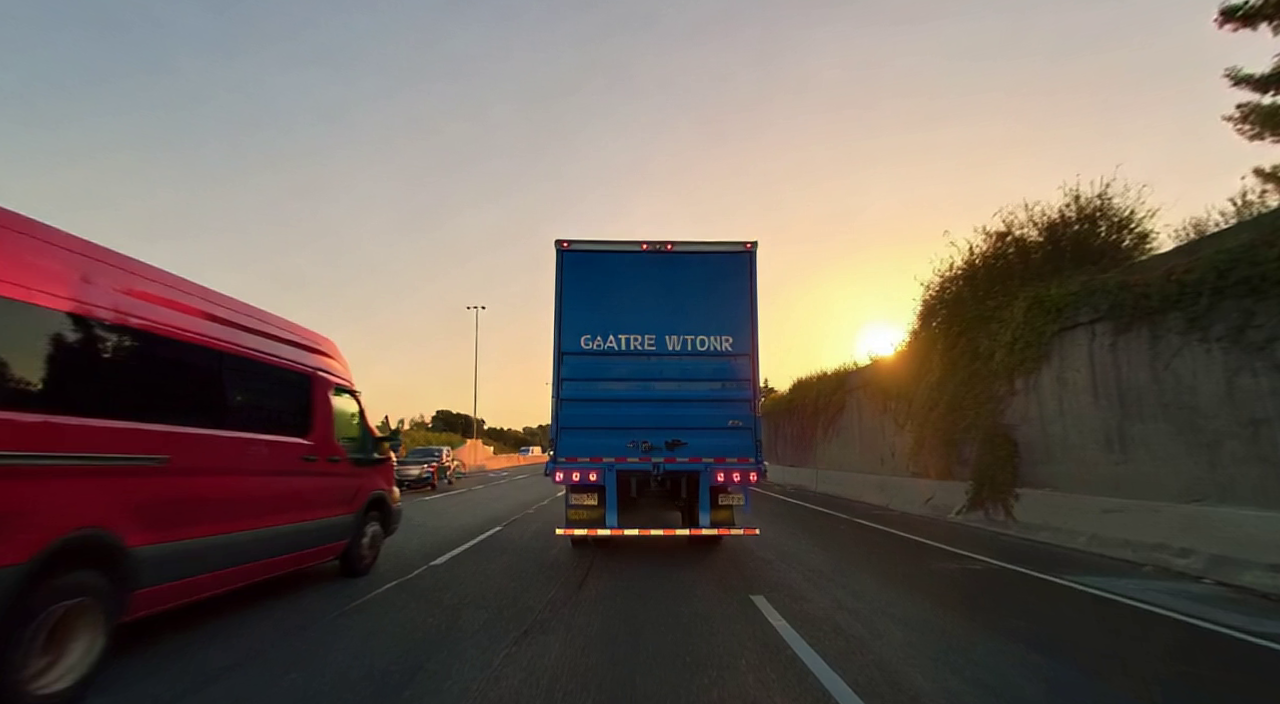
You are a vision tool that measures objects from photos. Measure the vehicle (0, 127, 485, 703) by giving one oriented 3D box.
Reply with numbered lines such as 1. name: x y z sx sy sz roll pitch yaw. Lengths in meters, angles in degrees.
1. vehicle: -4.415 1.024 6.855 2.790 2.893 10.715 0 -9 0

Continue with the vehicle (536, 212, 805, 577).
1. vehicle: 0.471 1.214 12.232 2.853 4.054 10.557 0 -9 2
